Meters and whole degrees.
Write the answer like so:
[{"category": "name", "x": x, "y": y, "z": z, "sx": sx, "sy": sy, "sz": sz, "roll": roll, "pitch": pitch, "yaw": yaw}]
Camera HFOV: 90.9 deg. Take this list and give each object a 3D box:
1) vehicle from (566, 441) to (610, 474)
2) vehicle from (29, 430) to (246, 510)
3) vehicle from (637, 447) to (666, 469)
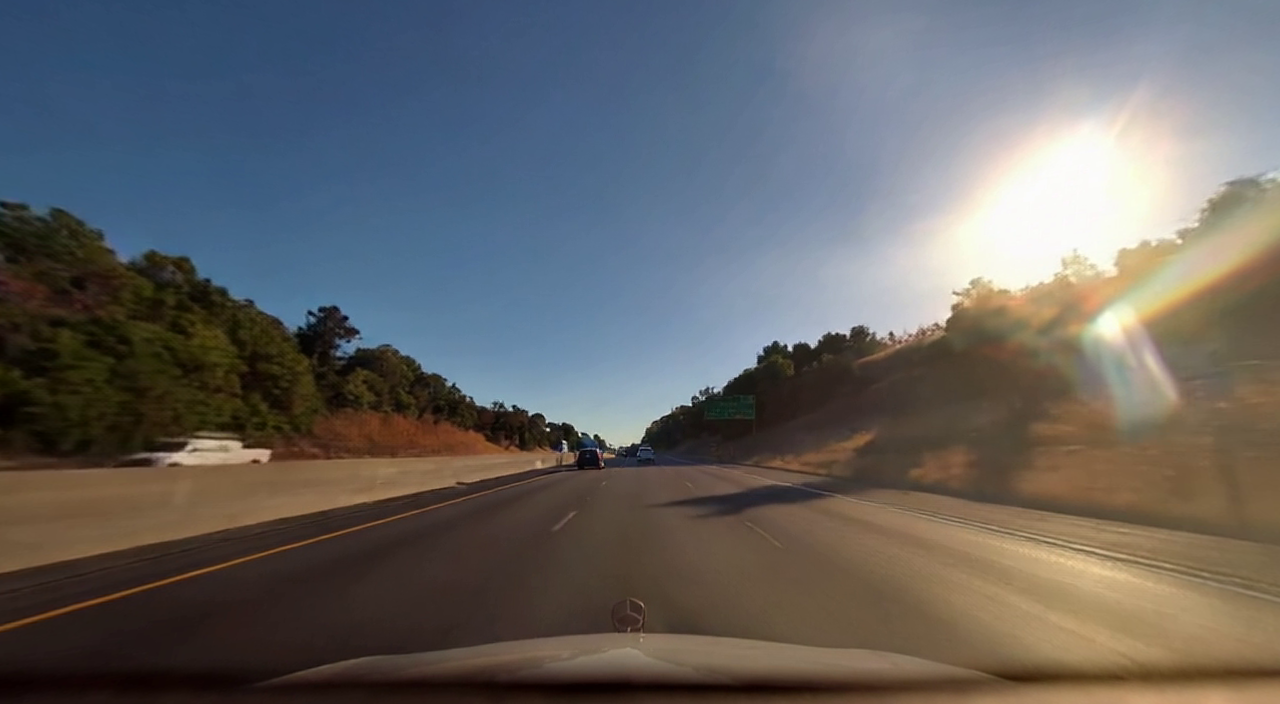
[{"category": "vehicle", "x": -2.934, "y": 6.129, "z": 36.641, "sx": 2.143, "sy": 1.770, "sz": 4.283, "roll": 0, "pitch": -9, "yaw": 1}, {"category": "vehicle", "x": -13.375, "y": 3.151, "z": 17.296, "sx": 2.072, "sy": 1.878, "sz": 4.726, "roll": 0, "pitch": -9, "yaw": -1}, {"category": "vehicle", "x": 0.806, "y": 7.870, "z": 46.828, "sx": 2.036, "sy": 1.519, "sz": 4.225, "roll": 0, "pitch": -9, "yaw": 0}]
